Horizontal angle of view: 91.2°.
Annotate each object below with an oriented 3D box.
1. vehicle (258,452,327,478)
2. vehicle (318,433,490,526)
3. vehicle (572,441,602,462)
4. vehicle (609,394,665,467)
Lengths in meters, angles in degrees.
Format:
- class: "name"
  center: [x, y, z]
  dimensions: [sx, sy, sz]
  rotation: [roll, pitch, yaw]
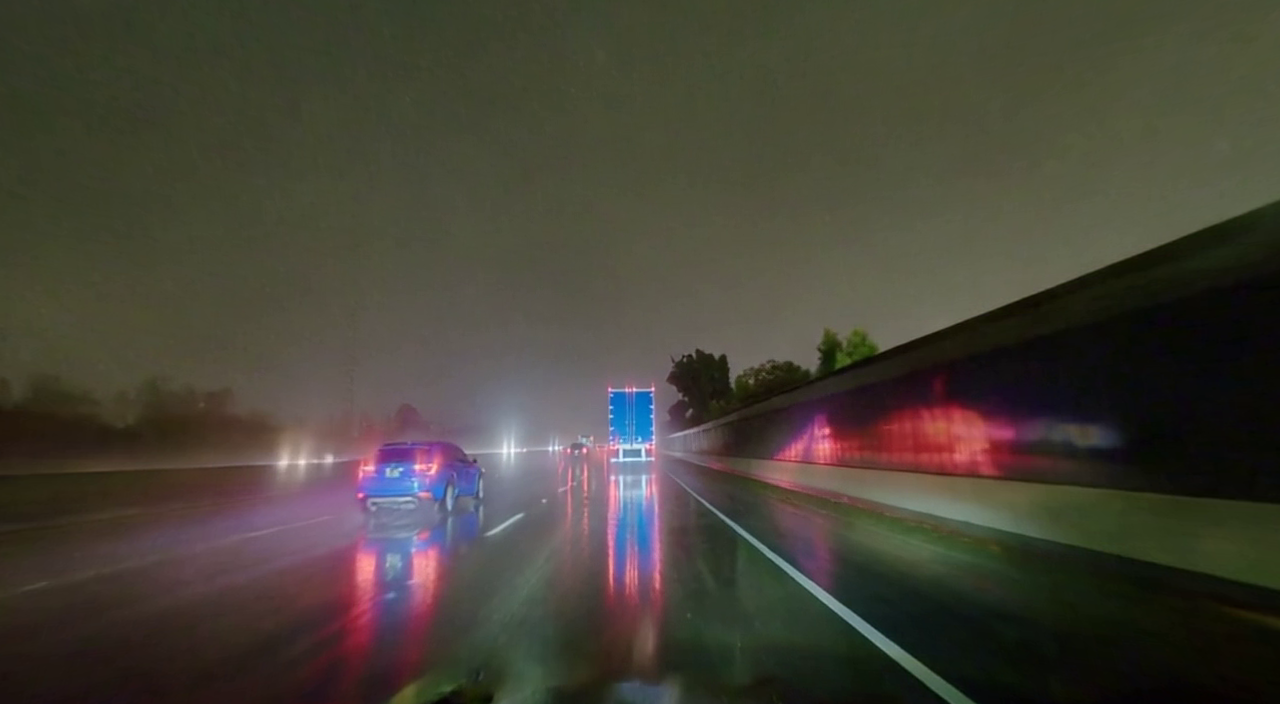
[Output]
- class: "vehicle"
  center: [-21.391, 6.963, 38.795]
  dimensions: [1.784, 1.485, 4.381]
  rotation: [0, -9, -1]
- class: "vehicle"
  center: [-4.333, 2.392, 12.240]
  dimensions: [1.895, 1.500, 3.808]
  rotation: [0, -9, 0]
- class: "vehicle"
  center: [-4.152, 7.831, 49.401]
  dimensions: [2.006, 1.572, 4.082]
  rotation: [0, -9, 0]
- class: "vehicle"
  center: [-0.257, 5.216, 40.506]
  dimensions: [3.123, 4.094, 10.812]
  rotation: [0, -9, -1]
